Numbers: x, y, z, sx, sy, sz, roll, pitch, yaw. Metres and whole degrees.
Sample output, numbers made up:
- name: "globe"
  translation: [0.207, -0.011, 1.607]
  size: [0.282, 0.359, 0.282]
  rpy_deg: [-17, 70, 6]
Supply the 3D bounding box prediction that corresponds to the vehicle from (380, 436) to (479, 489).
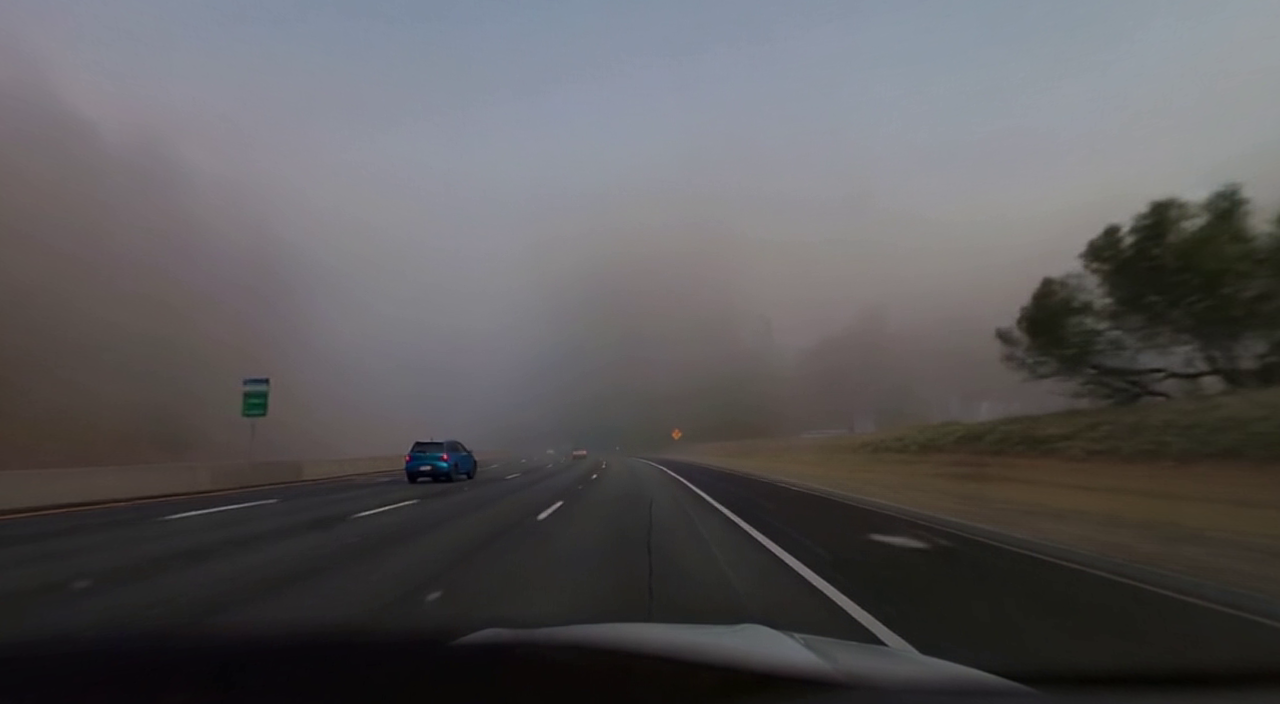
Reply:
- name: "vehicle"
  translation: [-7.546, 4.002, 23.150]
  size: [2.046, 1.712, 4.533]
  rpy_deg: [0, -8, 0]
